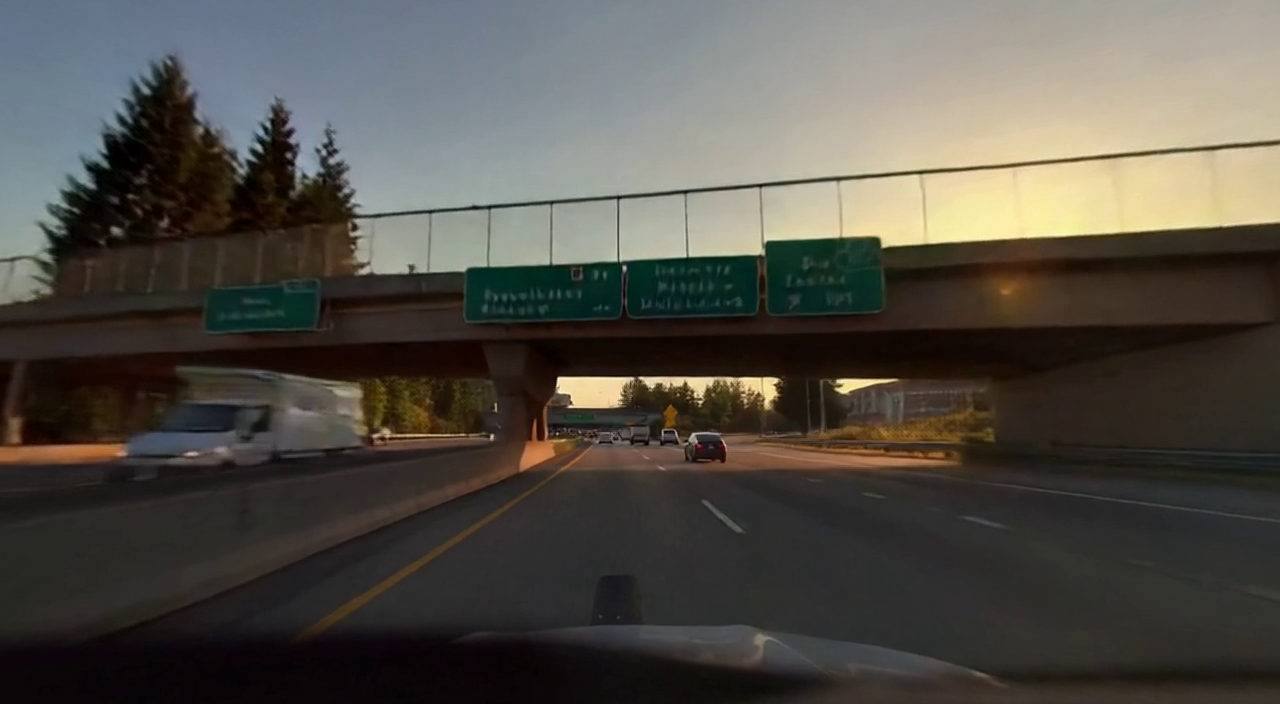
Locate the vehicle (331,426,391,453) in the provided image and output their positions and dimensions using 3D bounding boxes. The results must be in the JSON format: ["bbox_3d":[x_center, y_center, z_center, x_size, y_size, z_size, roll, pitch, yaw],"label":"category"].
[{"bbox_3d":[-18.020,5.665,40.974,2.132,1.676,4.466,0,-8,-4],"label":"vehicle"}]

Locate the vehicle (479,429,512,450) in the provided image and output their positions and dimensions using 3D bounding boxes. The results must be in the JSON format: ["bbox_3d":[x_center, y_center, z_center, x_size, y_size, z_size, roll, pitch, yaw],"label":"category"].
[{"bbox_3d":[-10.819,6.563,47.324,1.729,1.450,3.703,0,-8,-3],"label":"vehicle"}]

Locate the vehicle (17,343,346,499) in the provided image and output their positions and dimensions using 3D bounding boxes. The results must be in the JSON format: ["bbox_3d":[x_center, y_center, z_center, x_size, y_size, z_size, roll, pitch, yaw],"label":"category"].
[{"bbox_3d":[-9.365,1.611,14.204,2.262,2.615,7.071,0,-8,-2],"label":"vehicle"}]

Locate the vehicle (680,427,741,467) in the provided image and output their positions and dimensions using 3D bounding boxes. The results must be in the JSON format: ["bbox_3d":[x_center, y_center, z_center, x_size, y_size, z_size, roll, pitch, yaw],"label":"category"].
[{"bbox_3d":[2.937,4.037,27.075,1.938,1.578,3.764,0,-8,-3],"label":"vehicle"}]
